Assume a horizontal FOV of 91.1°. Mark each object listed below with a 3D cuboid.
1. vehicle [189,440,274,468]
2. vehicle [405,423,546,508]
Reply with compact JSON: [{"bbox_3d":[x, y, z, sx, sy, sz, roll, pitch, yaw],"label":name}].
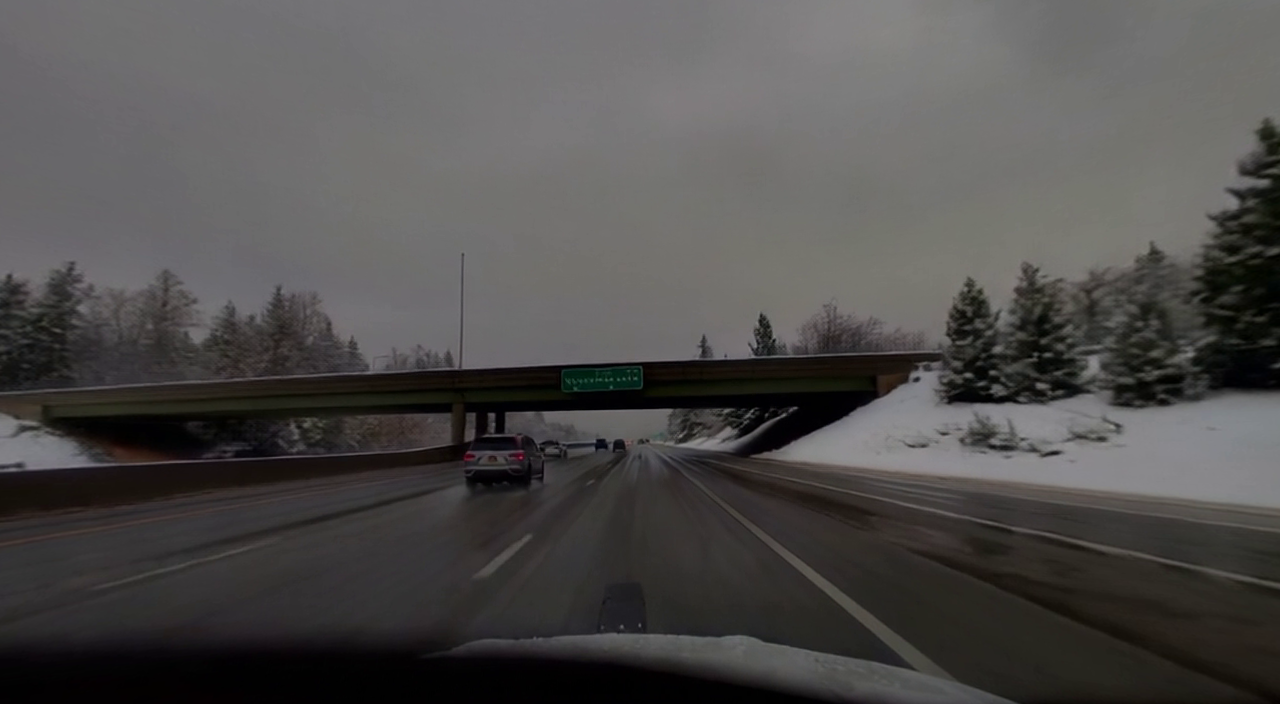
[{"bbox_3d":[-29.345,7.305,45.393,2.213,1.868,5.794,0,-8,1],"label":"vehicle"},{"bbox_3d":[-3.655,2.615,14.895,2.048,1.705,4.384,0,-8,1],"label":"vehicle"}]
